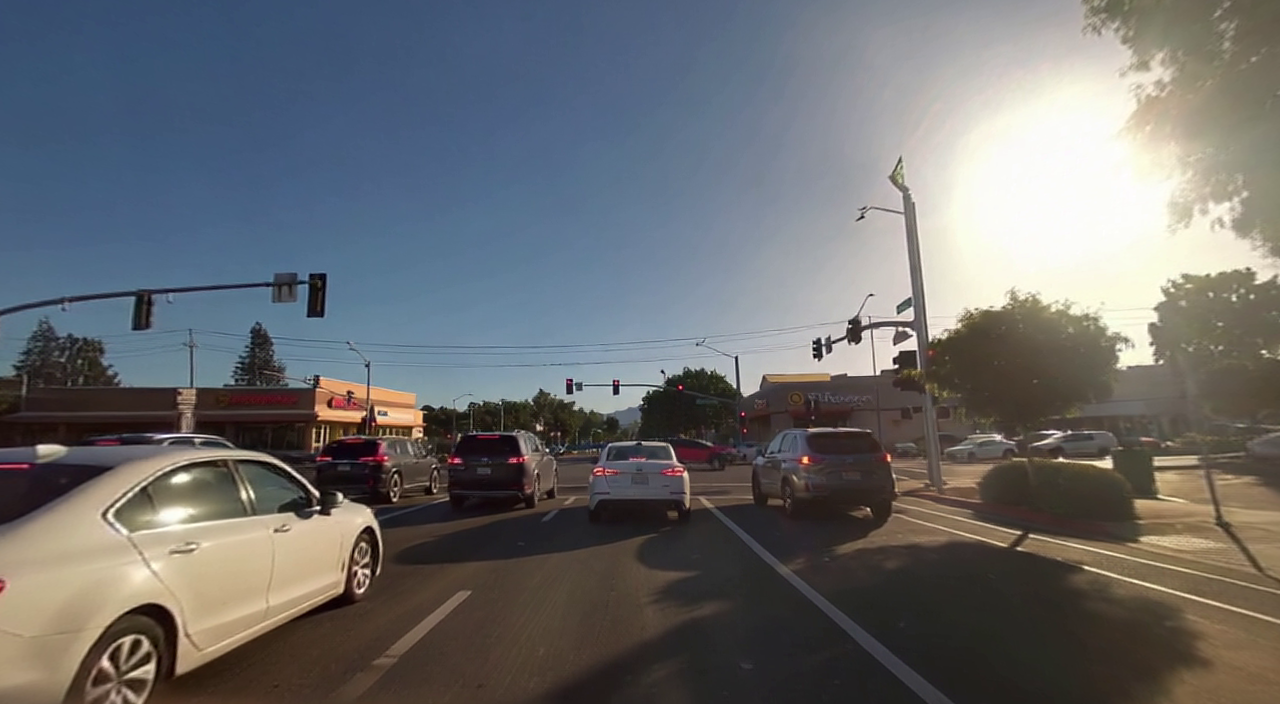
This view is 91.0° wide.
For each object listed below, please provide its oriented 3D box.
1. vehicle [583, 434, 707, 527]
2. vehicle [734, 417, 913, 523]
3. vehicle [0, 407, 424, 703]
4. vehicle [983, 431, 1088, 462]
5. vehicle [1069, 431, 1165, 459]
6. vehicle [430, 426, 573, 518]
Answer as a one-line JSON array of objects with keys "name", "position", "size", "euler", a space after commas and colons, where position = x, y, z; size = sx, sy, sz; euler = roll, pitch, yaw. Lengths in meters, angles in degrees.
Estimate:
[{"name": "vehicle", "position": [0.122, 2.426, 12.393], "size": [2.032, 1.499, 3.994], "euler": [0, -9, 1]}, {"name": "vehicle", "position": [3.309, 2.252, 12.449], "size": [2.076, 1.691, 4.402], "euler": [0, -9, -2]}, {"name": "vehicle", "position": [-3.331, 1.270, 4.396], "size": [2.014, 1.472, 4.357], "euler": [0, -9, 1]}, {"name": "vehicle", "position": [23.287, 5.595, 37.233], "size": [4.781, 1.700, 1.986], "euler": [0, -9, 1]}, {"name": "vehicle", "position": [30.545, 5.984, 40.420], "size": [4.432, 1.680, 1.932], "euler": [0, -9, 2]}, {"name": "vehicle", "position": [-2.824, 2.574, 13.913], "size": [2.072, 1.694, 4.070], "euler": [0, -9, 2]}]
